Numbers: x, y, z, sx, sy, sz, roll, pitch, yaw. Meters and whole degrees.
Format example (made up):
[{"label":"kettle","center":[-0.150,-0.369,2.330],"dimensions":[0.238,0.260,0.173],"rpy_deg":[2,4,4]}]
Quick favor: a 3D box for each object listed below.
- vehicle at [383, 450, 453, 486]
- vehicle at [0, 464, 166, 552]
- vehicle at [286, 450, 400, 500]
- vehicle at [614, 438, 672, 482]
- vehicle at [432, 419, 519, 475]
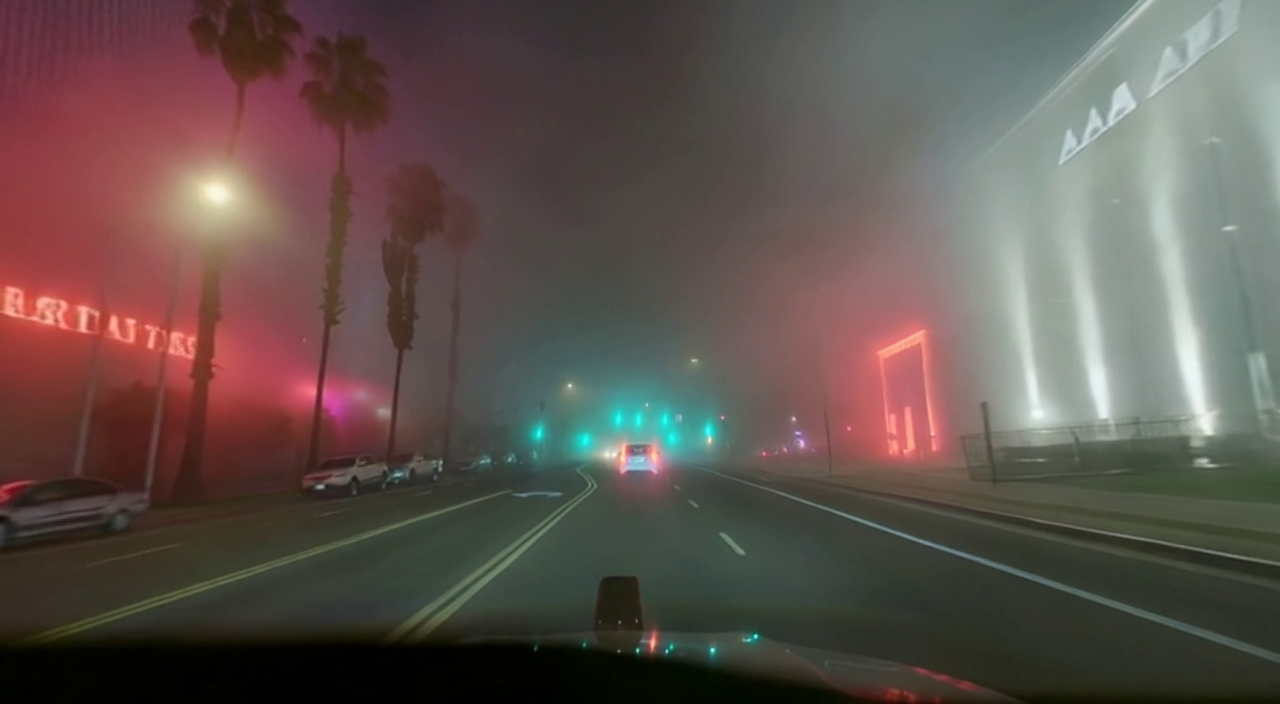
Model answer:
[{"label":"vehicle","center":[-12.032,6.280,34.530],"dimensions":[1.981,1.803,4.835],"rpy_deg":[0,-9,1]},{"label":"vehicle","center":[-12.410,3.169,12.786],"dimensions":[1.914,1.551,4.634],"rpy_deg":[-4,-12,0]},{"label":"vehicle","center":[-12.304,5.085,26.522],"dimensions":[2.308,1.839,4.793],"rpy_deg":[-1,-9,2]},{"label":"vehicle","center":[0.115,4.340,25.514],"dimensions":[2.145,1.632,3.972],"rpy_deg":[0,-9,0]},{"label":"vehicle","center":[-12.062,7.198,47.569],"dimensions":[3.058,3.443,12.503],"rpy_deg":[-5,-9,0]}]
